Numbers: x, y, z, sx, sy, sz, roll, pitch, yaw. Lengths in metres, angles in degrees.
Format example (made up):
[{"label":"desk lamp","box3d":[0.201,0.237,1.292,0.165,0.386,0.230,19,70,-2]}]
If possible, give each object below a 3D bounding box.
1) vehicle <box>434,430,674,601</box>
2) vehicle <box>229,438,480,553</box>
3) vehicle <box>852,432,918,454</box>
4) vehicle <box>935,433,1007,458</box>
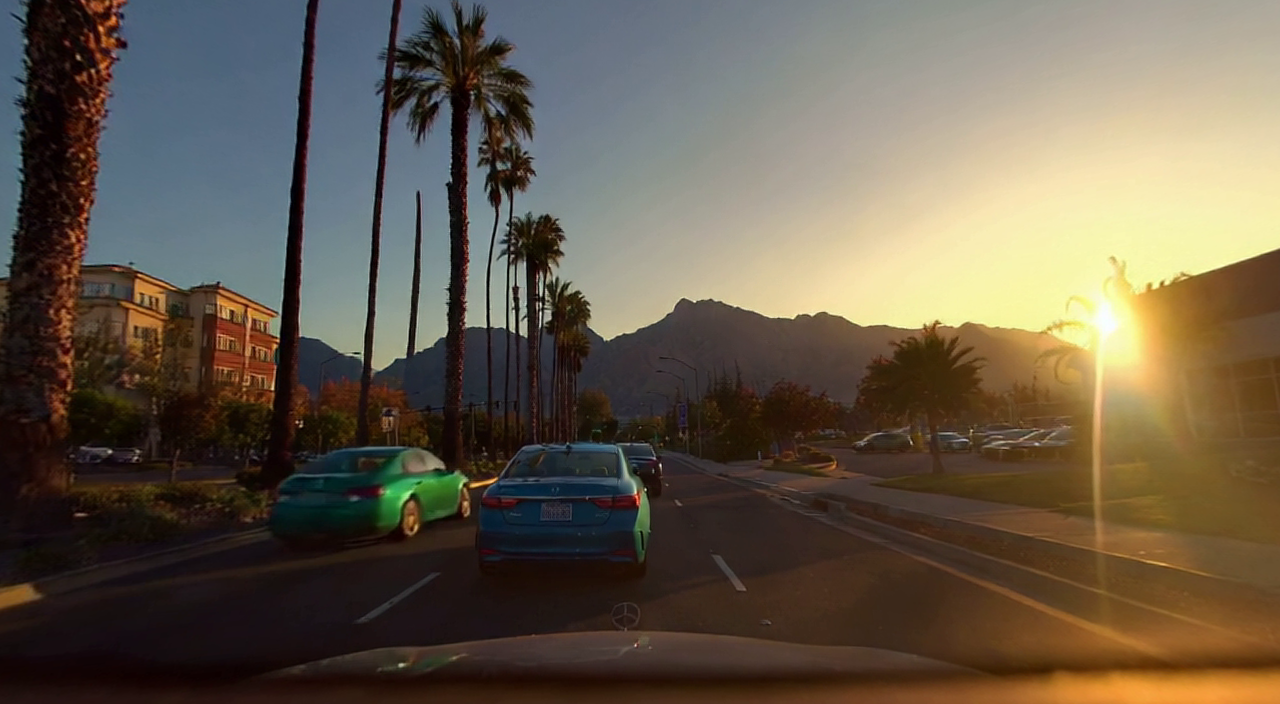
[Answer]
[{"label":"vehicle","box3d":[-0.816,1.712,7.507,2.067,1.459,3.886,0,-8,-2]},{"label":"vehicle","box3d":[-4.353,2.244,10.774,1.964,1.466,5.009,0,-8,0]},{"label":"vehicle","box3d":[19.237,7.198,49.800,1.925,1.652,4.490,6,-10,-34]},{"label":"vehicle","box3d":[21.331,6.011,40.694,4.640,1.526,1.961,5,-10,-32]}]
